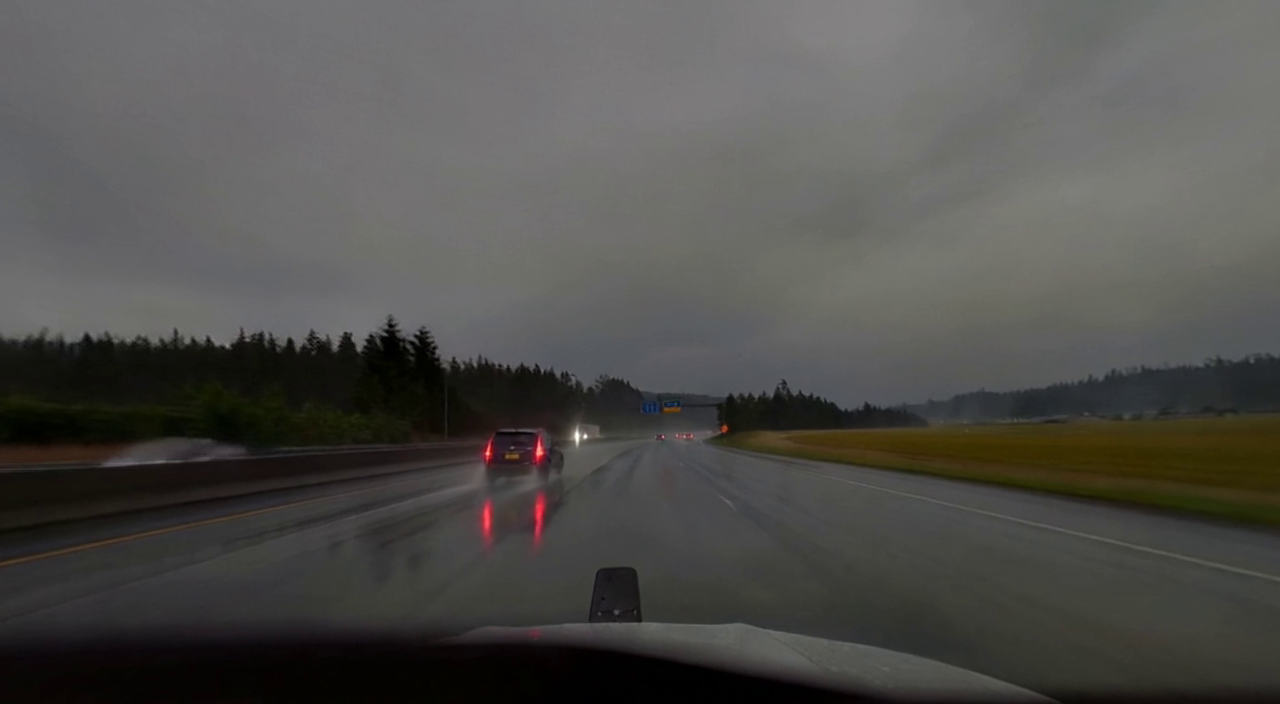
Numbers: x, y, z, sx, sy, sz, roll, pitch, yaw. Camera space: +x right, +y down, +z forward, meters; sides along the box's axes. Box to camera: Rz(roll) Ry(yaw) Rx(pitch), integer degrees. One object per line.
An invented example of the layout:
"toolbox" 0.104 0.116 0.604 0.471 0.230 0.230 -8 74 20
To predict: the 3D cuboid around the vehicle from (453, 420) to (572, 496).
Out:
"vehicle" -3.006 2.593 15.844 2.084 1.654 4.080 0 -8 1
